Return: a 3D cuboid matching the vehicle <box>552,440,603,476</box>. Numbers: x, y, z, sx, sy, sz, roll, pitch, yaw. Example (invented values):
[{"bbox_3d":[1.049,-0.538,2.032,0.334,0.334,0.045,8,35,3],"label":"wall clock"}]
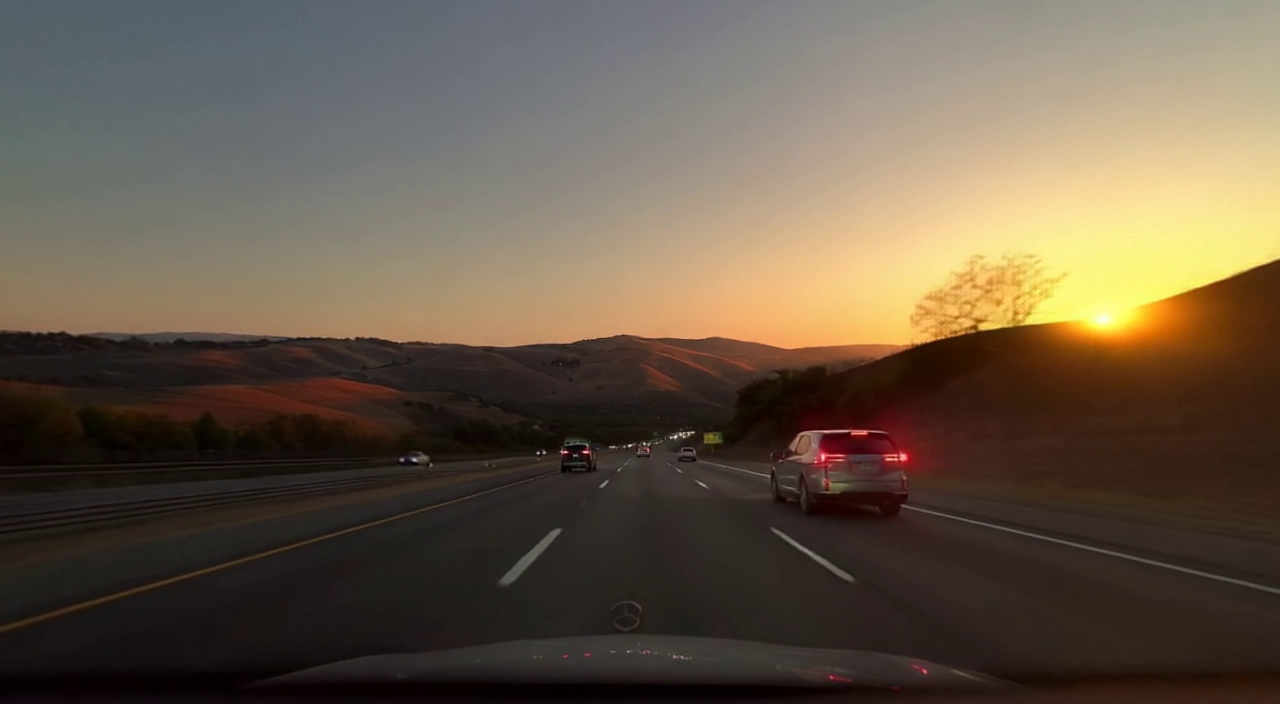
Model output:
[{"bbox_3d":[-3.112,5.385,32.304,2.070,1.707,4.309,0,-9,1],"label":"vehicle"}]
